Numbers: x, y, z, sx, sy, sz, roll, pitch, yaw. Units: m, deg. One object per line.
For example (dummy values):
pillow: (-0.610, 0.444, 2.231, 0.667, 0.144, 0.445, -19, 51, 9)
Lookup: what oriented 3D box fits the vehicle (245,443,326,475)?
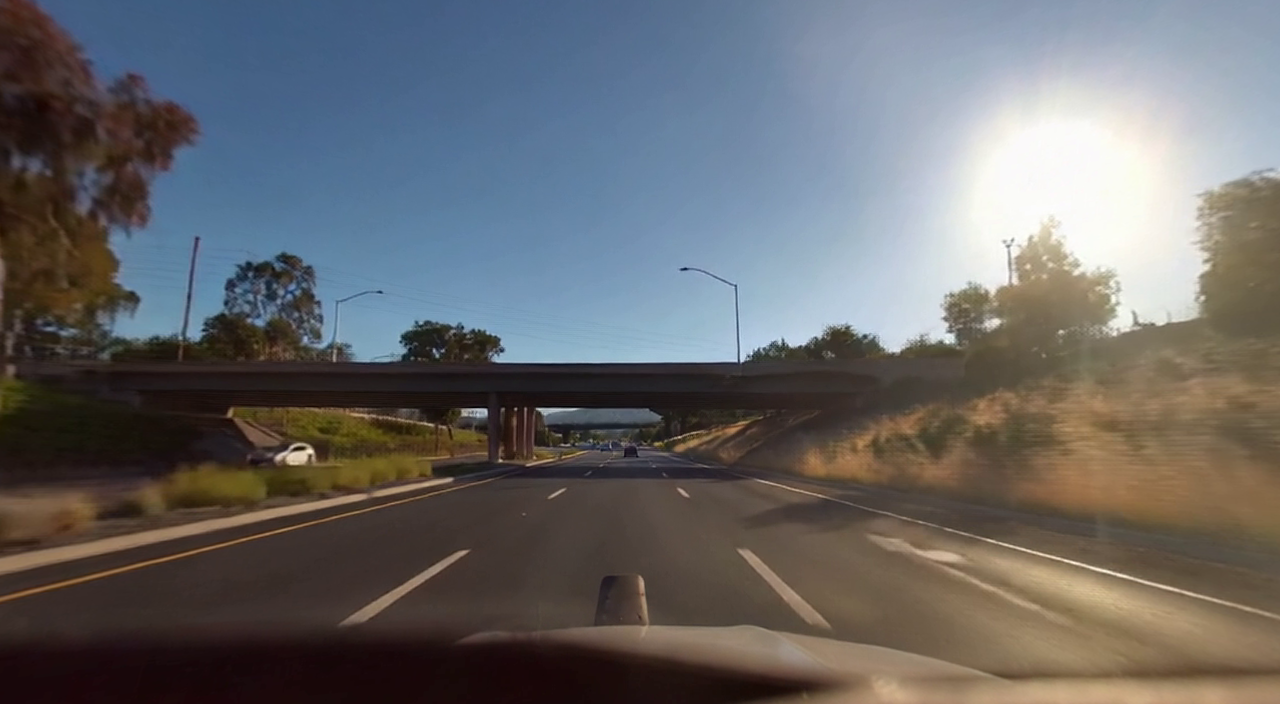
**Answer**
vehicle: (-21.778, 6.580, 39.114, 2.145, 1.860, 4.909, 0, -9, 0)
